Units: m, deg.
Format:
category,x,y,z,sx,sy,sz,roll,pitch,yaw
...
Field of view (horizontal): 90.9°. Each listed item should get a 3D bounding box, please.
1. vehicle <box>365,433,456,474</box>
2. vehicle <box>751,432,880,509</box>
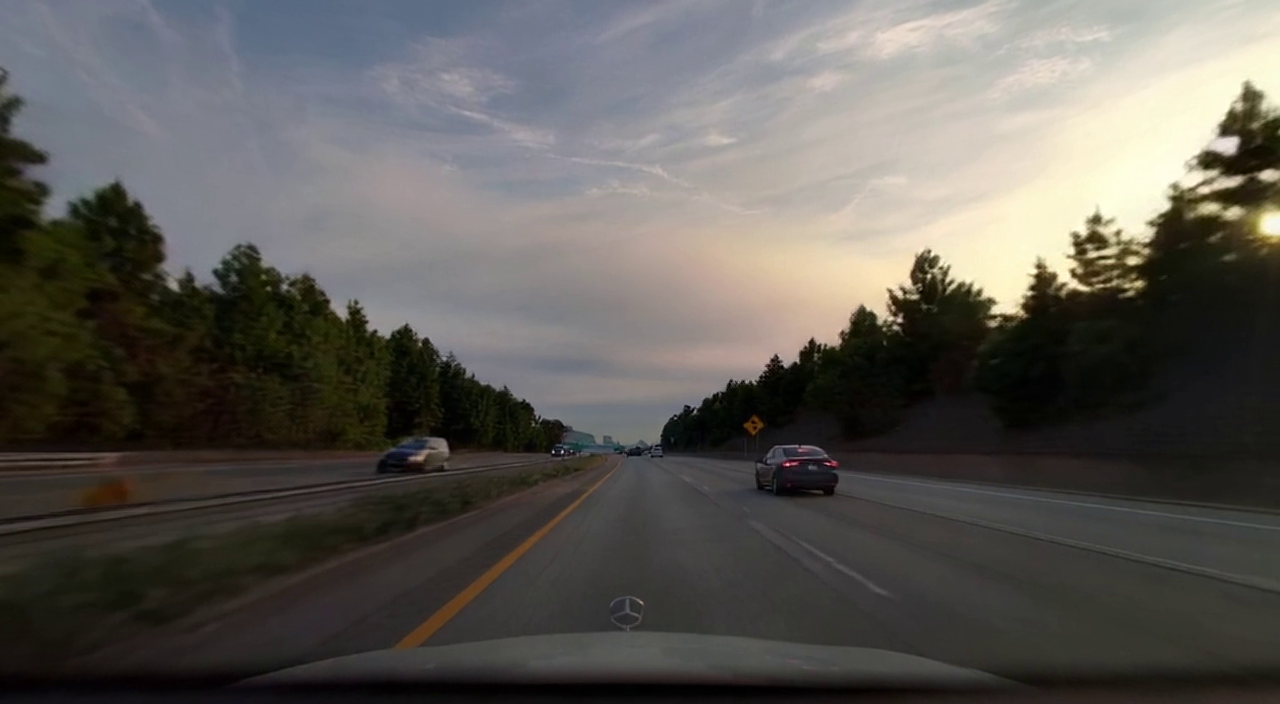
category,x,y,z,sx,sy,sz,roll,pitch,yaw
vehicle,-8.784,3.943,24.505,1.901,1.429,4.395,0,-9,0
vehicle,4.240,2.938,16.066,1.933,1.663,4.440,0,-9,-1
